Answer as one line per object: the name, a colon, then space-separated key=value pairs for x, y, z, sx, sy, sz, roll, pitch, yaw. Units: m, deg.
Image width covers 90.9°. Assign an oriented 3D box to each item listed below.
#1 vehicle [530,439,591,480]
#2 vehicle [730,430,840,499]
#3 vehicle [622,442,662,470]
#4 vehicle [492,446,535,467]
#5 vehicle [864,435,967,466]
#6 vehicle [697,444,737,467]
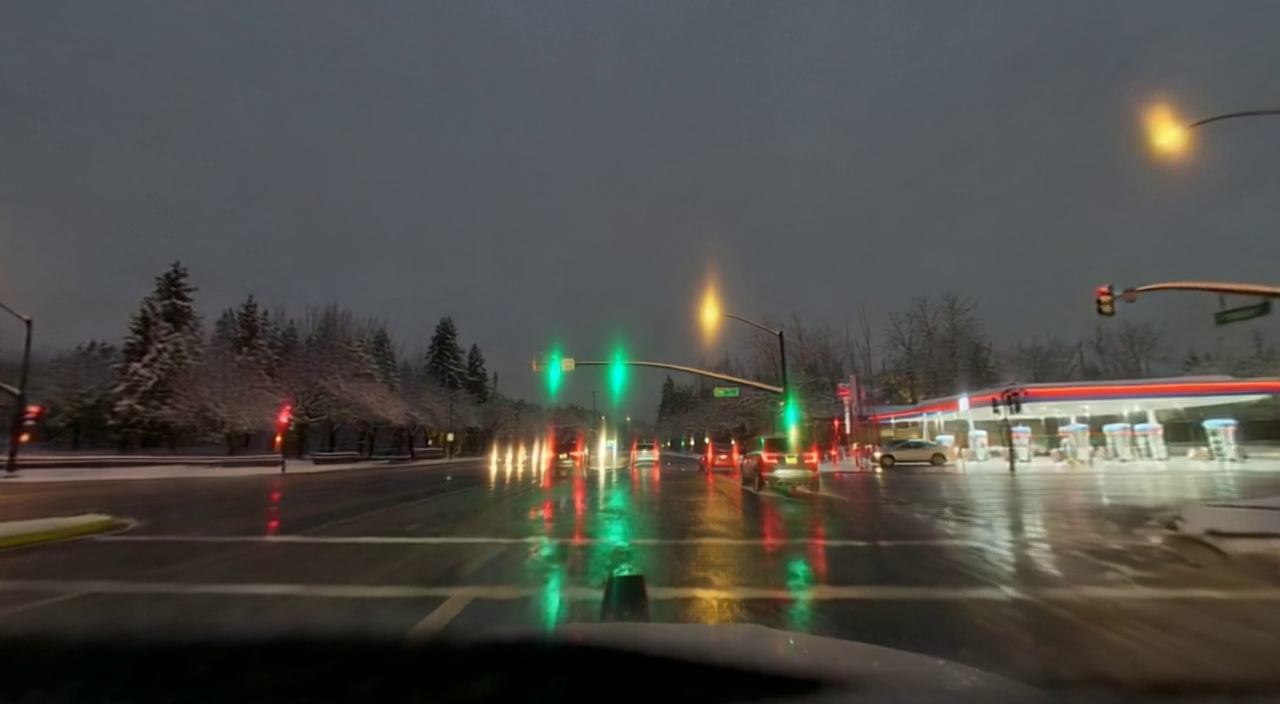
vehicle: x=-3.304 y=4.564 z=26.989 sx=2.023 sy=1.607 sz=4.086 roll=0 pitch=-8 yaw=1
vehicle: x=3.899 y=3.108 z=17.753 sx=2.022 sy=1.683 sz=4.171 roll=0 pitch=-8 yaw=-1
vehicle: x=0.115 y=5.914 z=36.014 sx=2.104 sy=1.477 sz=4.591 roll=0 pitch=-8 yaw=0
vehicle: x=-9.091 y=7.552 z=45.733 sx=2.023 sy=1.433 sz=4.699 roll=-1 pitch=-8 yaw=2
vehicle: x=18.333 y=6.572 z=42.094 sx=5.585 sy=1.866 sz=2.607 roll=-1 pitch=-9 yaw=-3
vehicle: x=5.112 y=6.962 z=42.567 sx=2.174 sy=1.462 sz=4.400 roll=0 pitch=-8 yaw=0
